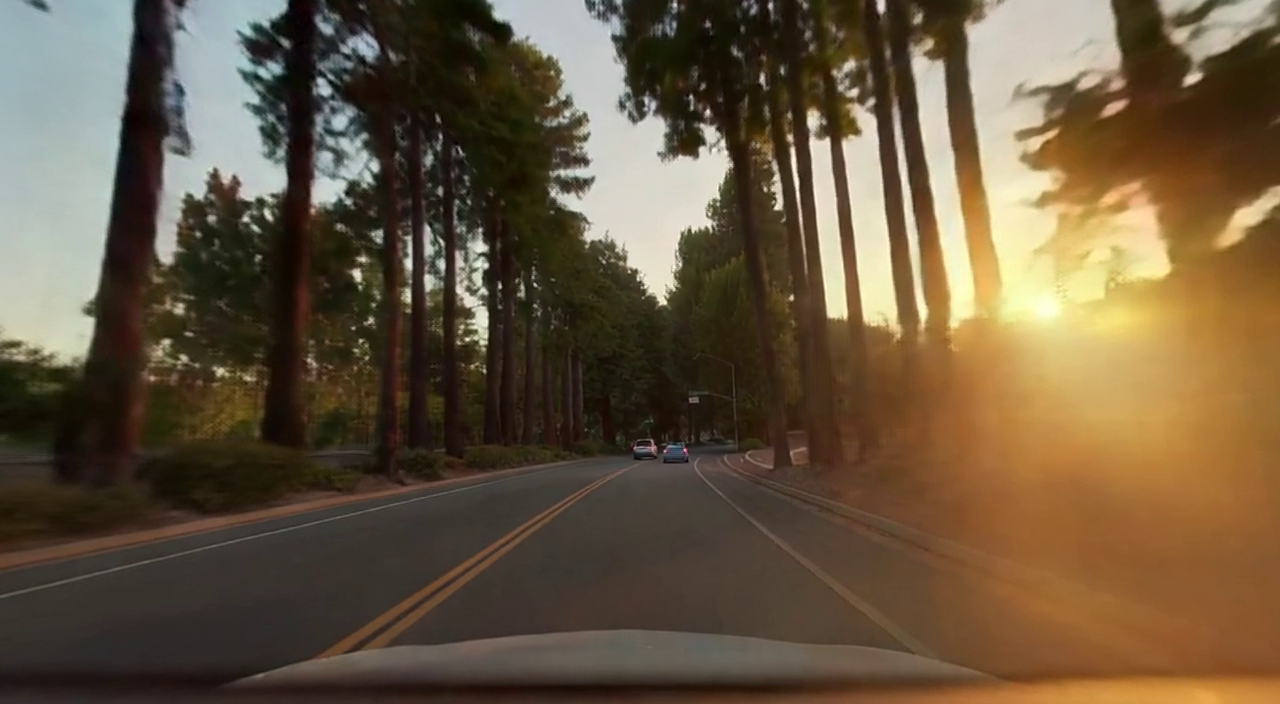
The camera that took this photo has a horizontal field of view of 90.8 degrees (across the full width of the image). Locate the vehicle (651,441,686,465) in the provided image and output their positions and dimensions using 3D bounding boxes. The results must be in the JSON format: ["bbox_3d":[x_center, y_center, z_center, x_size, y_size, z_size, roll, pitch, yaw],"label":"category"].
[{"bbox_3d":[1.921,6.620,41.606,2.071,1.474,4.047,-1,-8,5],"label":"vehicle"}]
